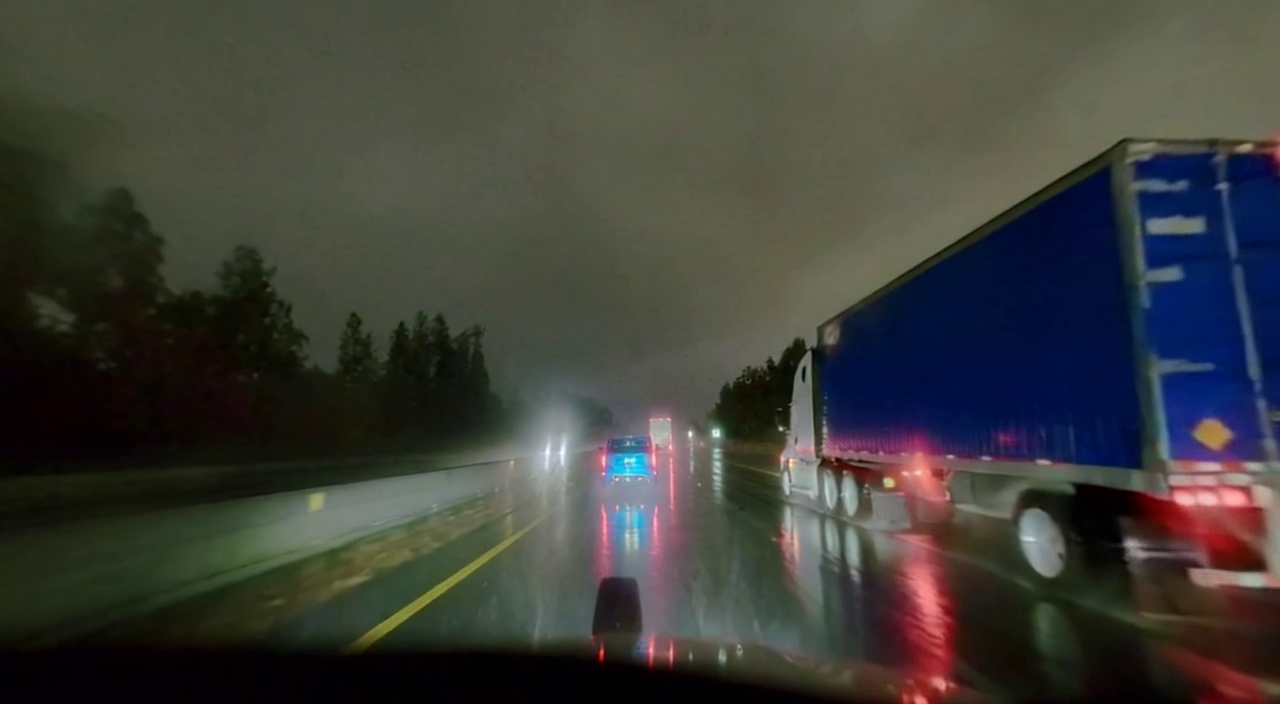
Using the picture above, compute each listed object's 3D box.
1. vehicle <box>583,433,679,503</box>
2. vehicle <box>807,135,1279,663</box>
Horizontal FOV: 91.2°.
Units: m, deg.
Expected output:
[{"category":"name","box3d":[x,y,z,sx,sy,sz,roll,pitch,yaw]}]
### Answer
[{"category":"vehicle","box3d":[-0.215,2.807,15.501,2.066,1.490,3.759,0,-9,-1]},{"category":"vehicle","box3d":[4.433,0.713,7.352,2.791,3.201,7.145,0,-9,-1]}]
